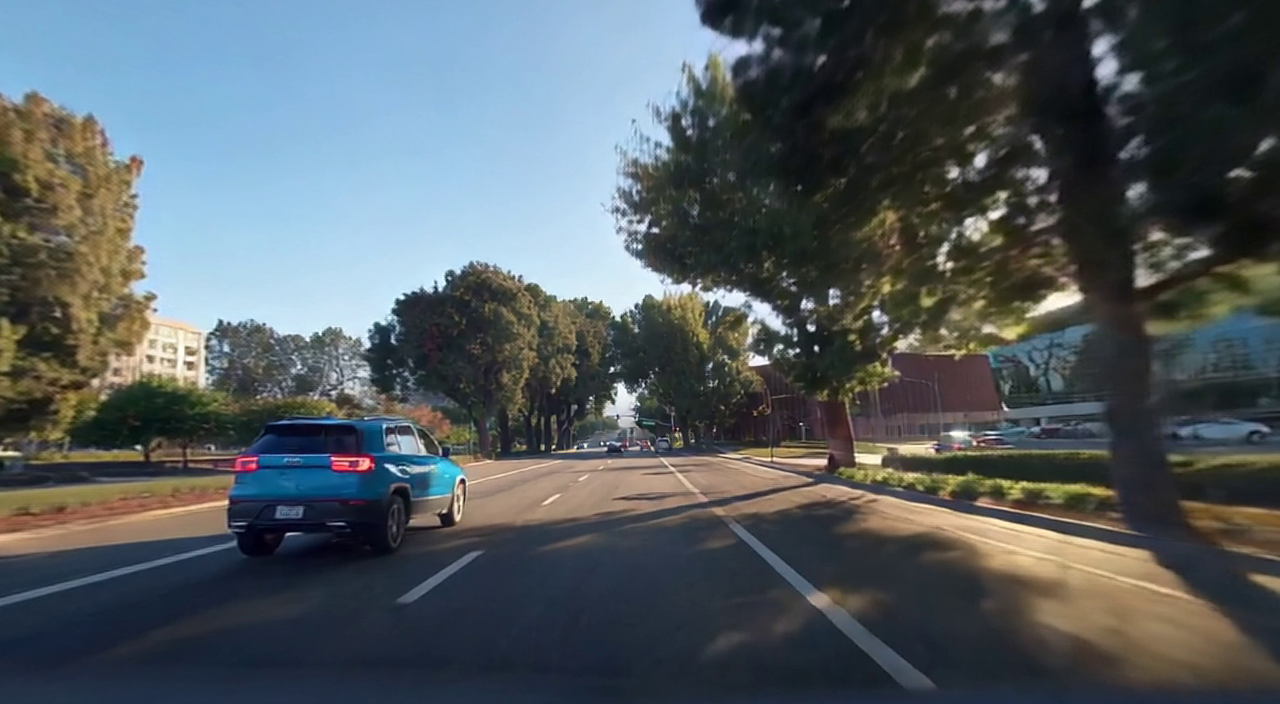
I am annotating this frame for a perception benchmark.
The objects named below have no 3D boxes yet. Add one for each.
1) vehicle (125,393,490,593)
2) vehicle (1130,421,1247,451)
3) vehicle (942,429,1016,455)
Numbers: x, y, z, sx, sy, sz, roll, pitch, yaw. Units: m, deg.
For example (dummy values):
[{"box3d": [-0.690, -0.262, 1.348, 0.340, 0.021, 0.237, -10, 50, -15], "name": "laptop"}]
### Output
[{"box3d": [-3.414, 1.546, 7.753, 2.033, 1.713, 4.503, 0, -8, 0], "name": "vehicle"}, {"box3d": [39.042, 6.067, 45.040, 2.117, 2.004, 5.795, 2, -9, -22], "name": "vehicle"}, {"box3d": [23.258, 6.163, 43.260, 4.000, 1.458, 1.640, -5, -6, 0], "name": "vehicle"}]
